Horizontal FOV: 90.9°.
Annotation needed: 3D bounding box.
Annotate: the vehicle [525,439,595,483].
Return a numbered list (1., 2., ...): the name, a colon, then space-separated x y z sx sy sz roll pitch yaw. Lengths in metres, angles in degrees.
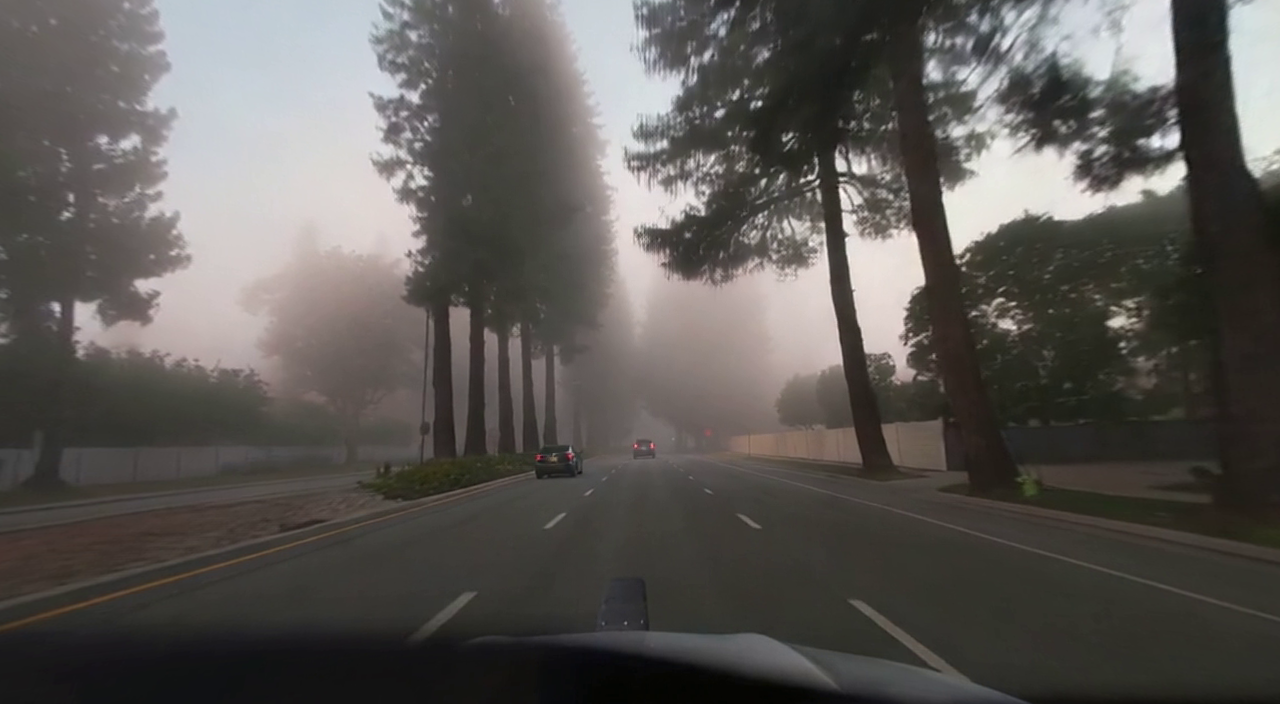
1. vehicle: -2.894 4.061 23.753 2.021 1.466 4.330 0 -8 1
